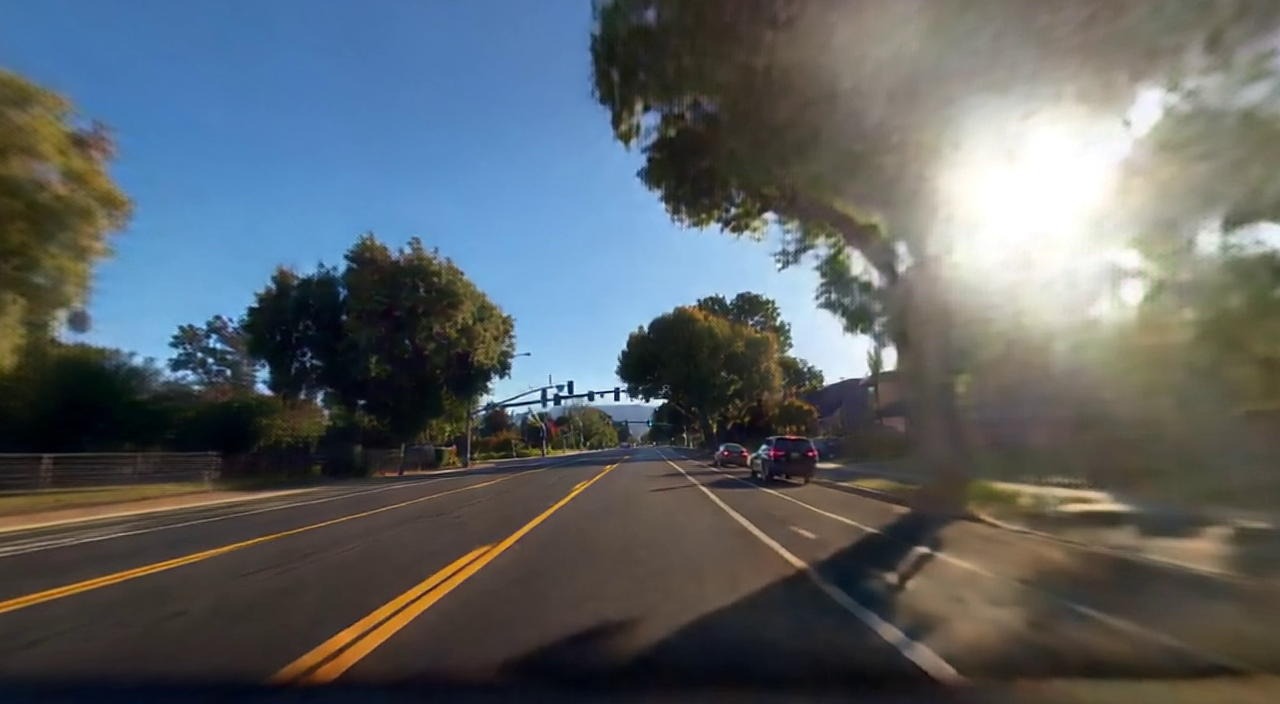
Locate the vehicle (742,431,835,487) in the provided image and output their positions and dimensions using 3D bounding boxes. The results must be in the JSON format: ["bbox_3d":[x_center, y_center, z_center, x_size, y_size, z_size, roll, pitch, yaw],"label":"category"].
[{"bbox_3d":[5.021,3.683,22.012,2.069,1.743,4.595,0,-8,-1],"label":"vehicle"}]

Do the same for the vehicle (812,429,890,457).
[{"bbox_3d":[13.620,5.919,40.908,4.283,1.750,2.227,0,-9,4],"label":"vehicle"}]

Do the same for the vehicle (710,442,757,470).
[{"bbox_3d":[5.265,5.925,36.127,1.995,1.472,4.884,0,-8,0],"label":"vehicle"}]
